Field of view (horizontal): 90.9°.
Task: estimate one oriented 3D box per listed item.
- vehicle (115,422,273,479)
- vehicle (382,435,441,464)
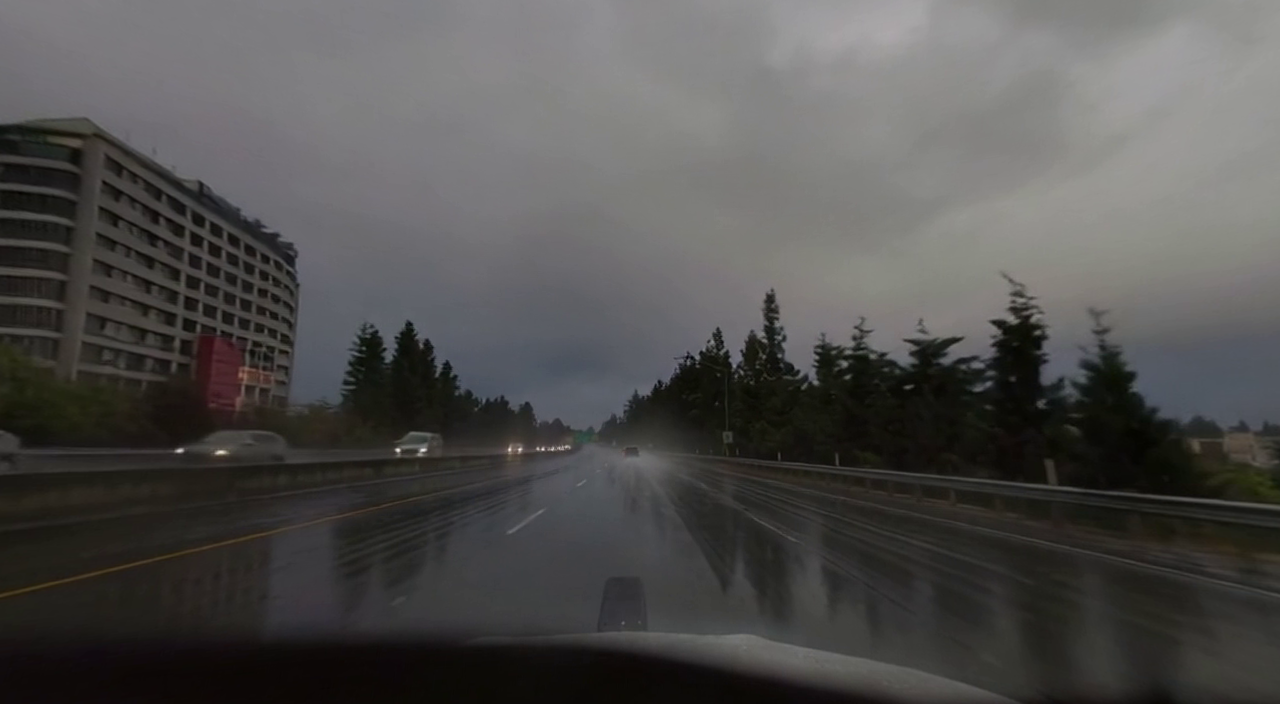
[{"bbox_3d":[-14.339,3.232,20.663,1.922,1.655,4.410,0,-9,0],"label":"vehicle"},{"bbox_3d":[-15.081,6.494,41.906,1.979,1.744,5.006,0,-9,0],"label":"vehicle"}]
